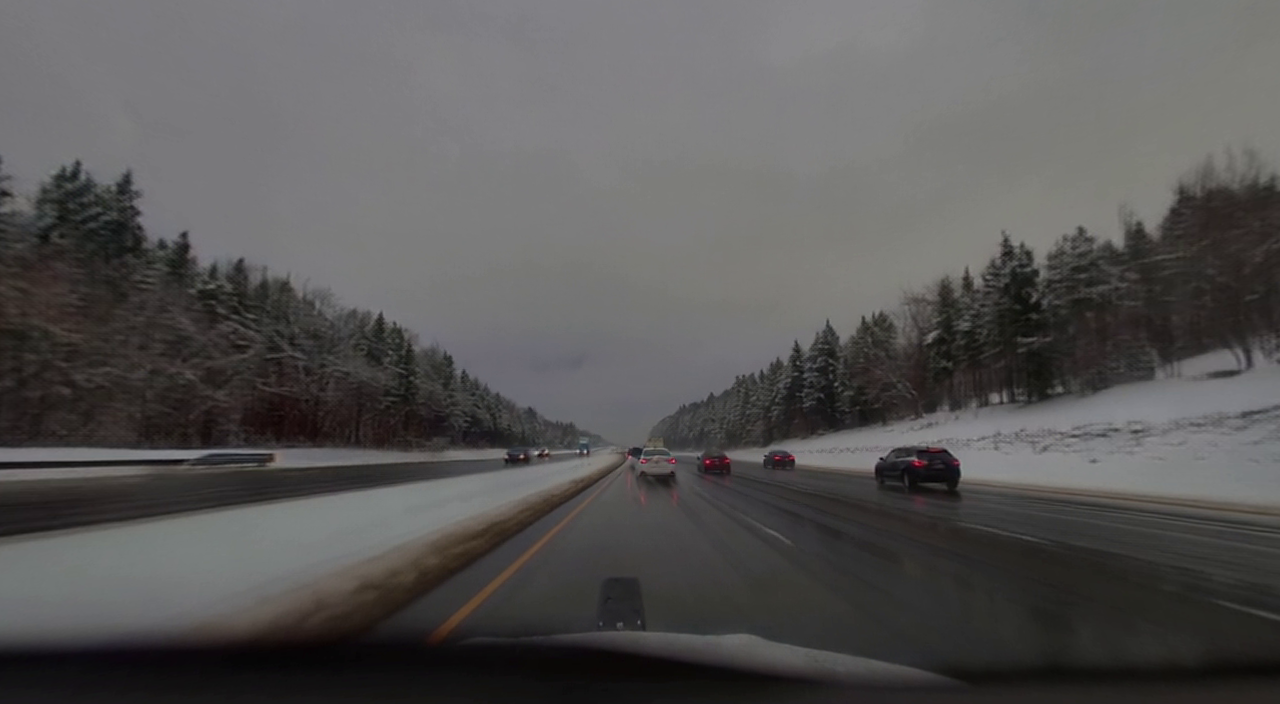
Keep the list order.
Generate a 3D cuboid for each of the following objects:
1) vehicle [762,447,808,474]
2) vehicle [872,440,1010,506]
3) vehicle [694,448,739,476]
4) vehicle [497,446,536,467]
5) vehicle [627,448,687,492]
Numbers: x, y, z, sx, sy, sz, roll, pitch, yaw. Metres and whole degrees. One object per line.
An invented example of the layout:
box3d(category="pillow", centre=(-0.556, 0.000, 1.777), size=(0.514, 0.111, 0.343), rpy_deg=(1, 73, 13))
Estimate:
box3d(category="vehicle", centre=(9.060, 6.789, 39.611), size=(1.957, 1.594, 3.632), rpy_deg=(0, -9, -1))
box3d(category="vehicle", centre=(7.983, 3.230, 17.163), size=(1.847, 1.554, 3.752), rpy_deg=(0, -9, 0))
box3d(category="vehicle", centre=(4.268, 6.235, 35.918), size=(1.981, 1.518, 4.029), rpy_deg=(0, -9, -1))
box3d(category="vehicle", centre=(-9.301, 7.941, 47.946), size=(1.990, 1.466, 4.544), rpy_deg=(0, -9, 1))
box3d(category="vehicle", centre=(0.575, 4.243, 22.928), size=(2.020, 1.426, 3.702), rpy_deg=(0, -9, 0))
